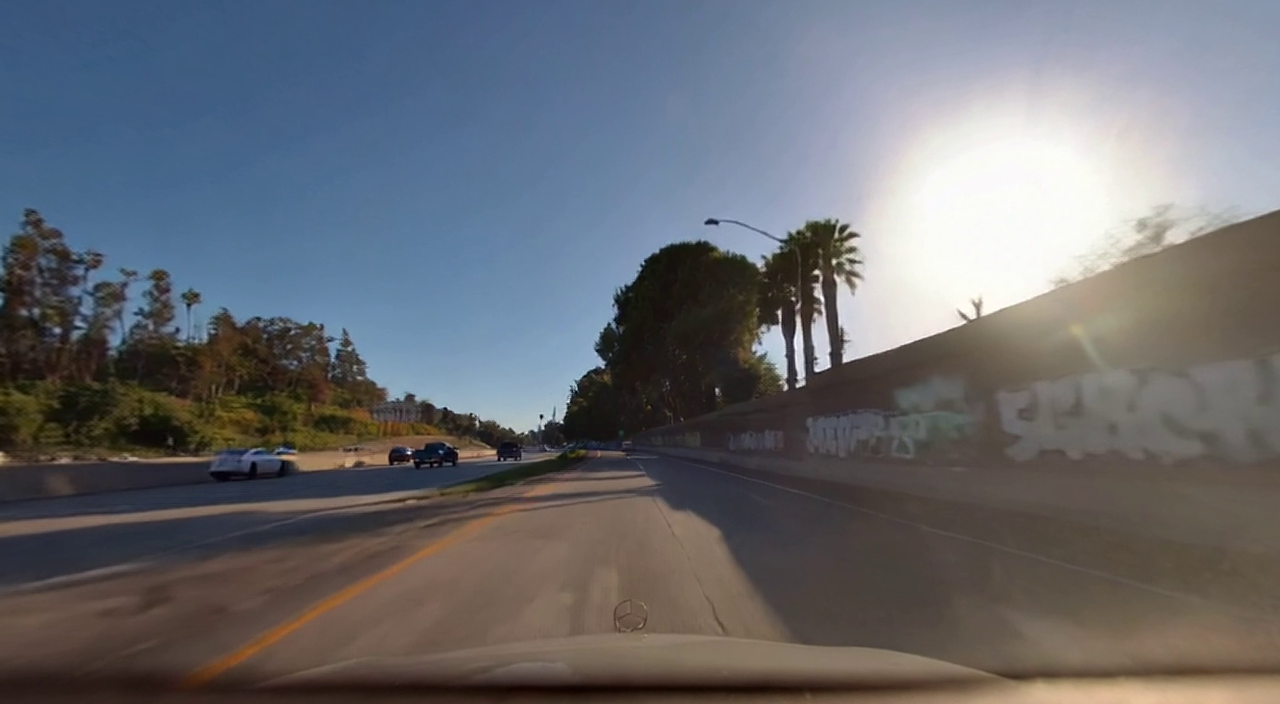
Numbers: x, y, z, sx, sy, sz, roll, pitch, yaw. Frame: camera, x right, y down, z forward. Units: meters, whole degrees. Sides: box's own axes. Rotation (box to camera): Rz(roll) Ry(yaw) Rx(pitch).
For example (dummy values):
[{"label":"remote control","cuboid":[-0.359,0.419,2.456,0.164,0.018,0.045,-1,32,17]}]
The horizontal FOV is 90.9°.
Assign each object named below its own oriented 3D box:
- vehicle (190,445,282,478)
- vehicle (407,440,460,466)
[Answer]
[{"label":"vehicle","cuboid":[-23.663,6.392,37.216,2.158,1.795,5.013,0,-8,-1]},{"label":"vehicle","cuboid":[-15.989,7.835,49.168,2.272,1.882,5.941,0,-9,-1]}]
